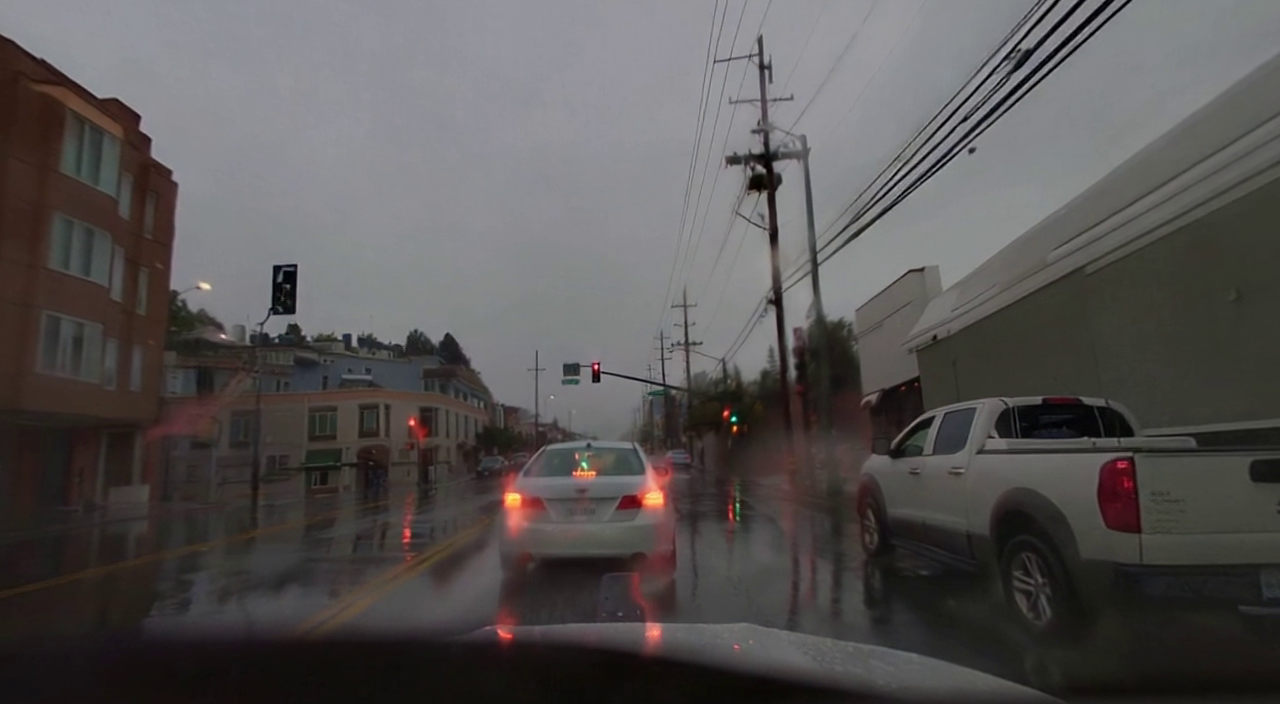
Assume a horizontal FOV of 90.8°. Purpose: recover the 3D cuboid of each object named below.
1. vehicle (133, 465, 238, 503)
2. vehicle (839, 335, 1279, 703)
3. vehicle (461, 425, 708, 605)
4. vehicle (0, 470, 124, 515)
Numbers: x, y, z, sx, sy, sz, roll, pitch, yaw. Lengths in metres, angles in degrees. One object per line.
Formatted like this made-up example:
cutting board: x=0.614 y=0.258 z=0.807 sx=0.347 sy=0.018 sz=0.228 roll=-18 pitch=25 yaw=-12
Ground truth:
vehicle: x=-25.350 y=7.378 z=35.351 sx=4.337 sy=1.739 sz=1.981 roll=-5 pitch=-11 yaw=1
vehicle: x=3.826 y=1.235 z=5.914 sx=2.248 sy=1.945 sz=5.011 roll=0 pitch=-8 yaw=0
vehicle: x=-0.479 y=1.649 z=7.314 sx=2.019 sy=1.453 sz=4.129 roll=0 pitch=-8 yaw=-1
vehicle: x=-24.765 y=6.000 z=27.002 sx=3.891 sy=1.538 sz=1.698 roll=-5 pitch=-11 yaw=0
